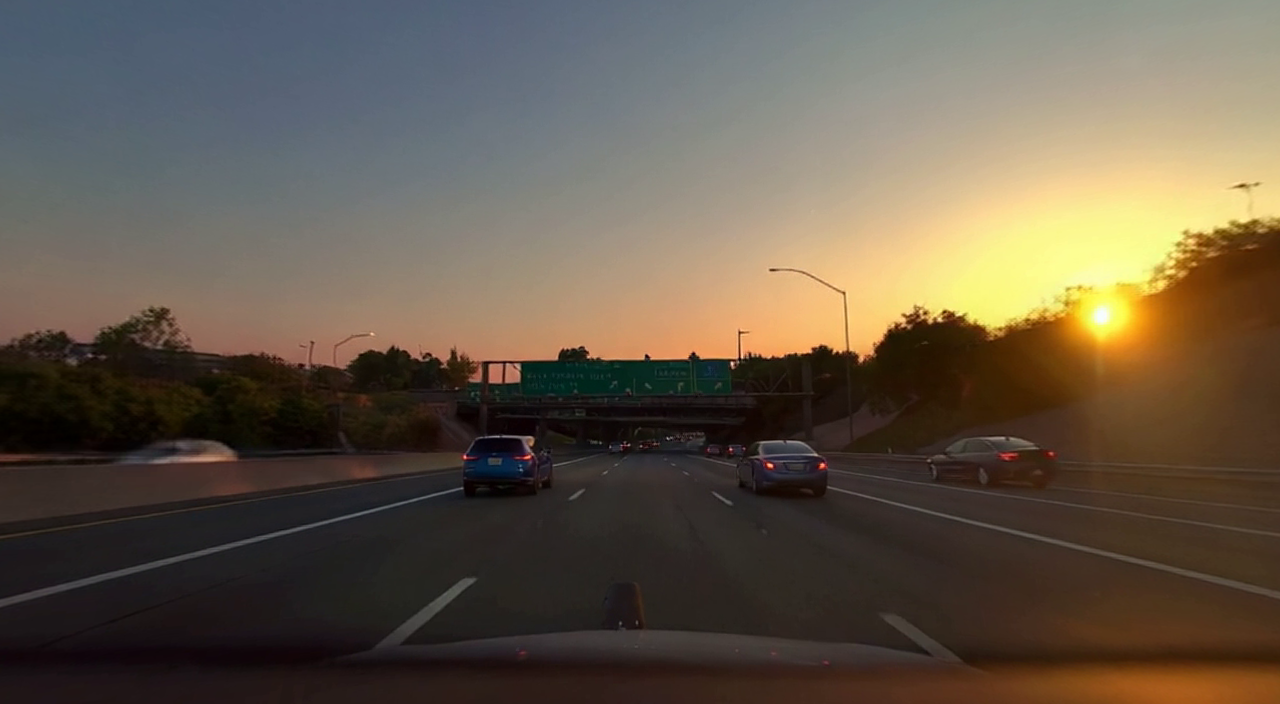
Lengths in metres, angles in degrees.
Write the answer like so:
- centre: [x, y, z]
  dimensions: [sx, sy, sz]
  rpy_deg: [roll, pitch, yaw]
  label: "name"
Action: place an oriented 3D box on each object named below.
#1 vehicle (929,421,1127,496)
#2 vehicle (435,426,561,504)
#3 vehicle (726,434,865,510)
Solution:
- centre: [11.143, 3.126, 18.889]
  dimensions: [2.223, 1.865, 5.704]
  rpy_deg: [0, -9, -1]
  label: "vehicle"
- centre: [-3.503, 2.906, 16.638]
  dimensions: [2.193, 1.746, 4.512]
  rpy_deg: [0, -8, 1]
  label: "vehicle"
- centre: [3.569, 2.849, 15.592]
  dimensions: [2.107, 1.550, 4.949]
  rpy_deg: [0, -9, -1]
  label: "vehicle"
